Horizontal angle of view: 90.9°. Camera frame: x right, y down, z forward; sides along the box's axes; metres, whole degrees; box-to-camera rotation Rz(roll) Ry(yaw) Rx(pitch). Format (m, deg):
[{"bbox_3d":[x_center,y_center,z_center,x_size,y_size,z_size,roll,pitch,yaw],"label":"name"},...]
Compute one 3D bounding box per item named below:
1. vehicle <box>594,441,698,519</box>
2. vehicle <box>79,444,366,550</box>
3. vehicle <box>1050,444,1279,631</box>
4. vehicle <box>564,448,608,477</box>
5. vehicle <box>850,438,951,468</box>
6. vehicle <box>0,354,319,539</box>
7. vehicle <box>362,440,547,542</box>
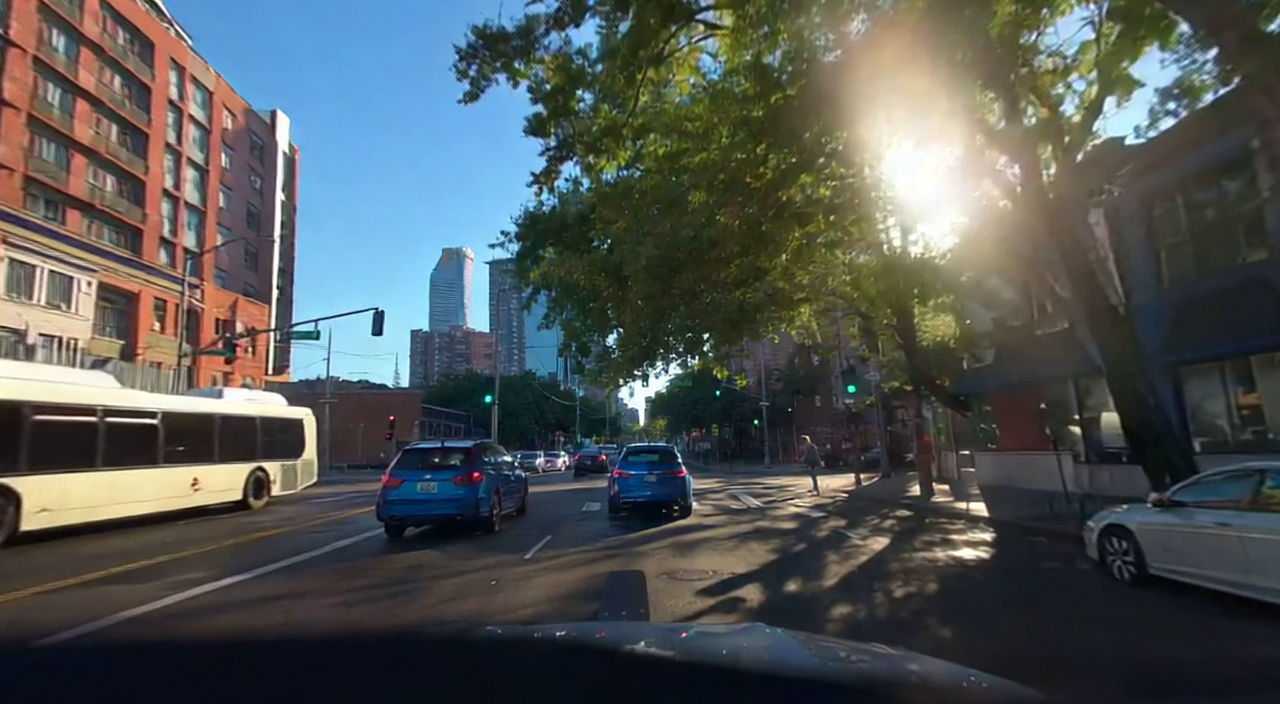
[{"bbox_3d":[0.085,2.750,14.041,2.022,1.481,3.564,0,-9,-1],"label":"vehicle"},{"bbox_3d":[-7.058,2.450,11.464,1.974,1.503,4.594,0,-9,1],"label":"vehicle"},{"bbox_3d":[5.973,1.519,5.361,1.873,1.453,4.579,0,-9,0],"label":"vehicle"},{"bbox_3d":[-3.004,6.246,35.884,2.131,1.486,4.089,0,-9,0],"label":"vehicle"},{"bbox_3d":[16.407,6.408,39.927,5.345,1.811,2.175,0,-9,-1],"label":"vehicle"},{"bbox_3d":[-13.178,2.408,15.956,3.071,3.337,13.201,0,-9,1],"label":"vehicle"},{"bbox_3d":[-3.085,2.410,11.665,1.970,1.492,4.534,0,-9,1],"label":"vehicle"}]
